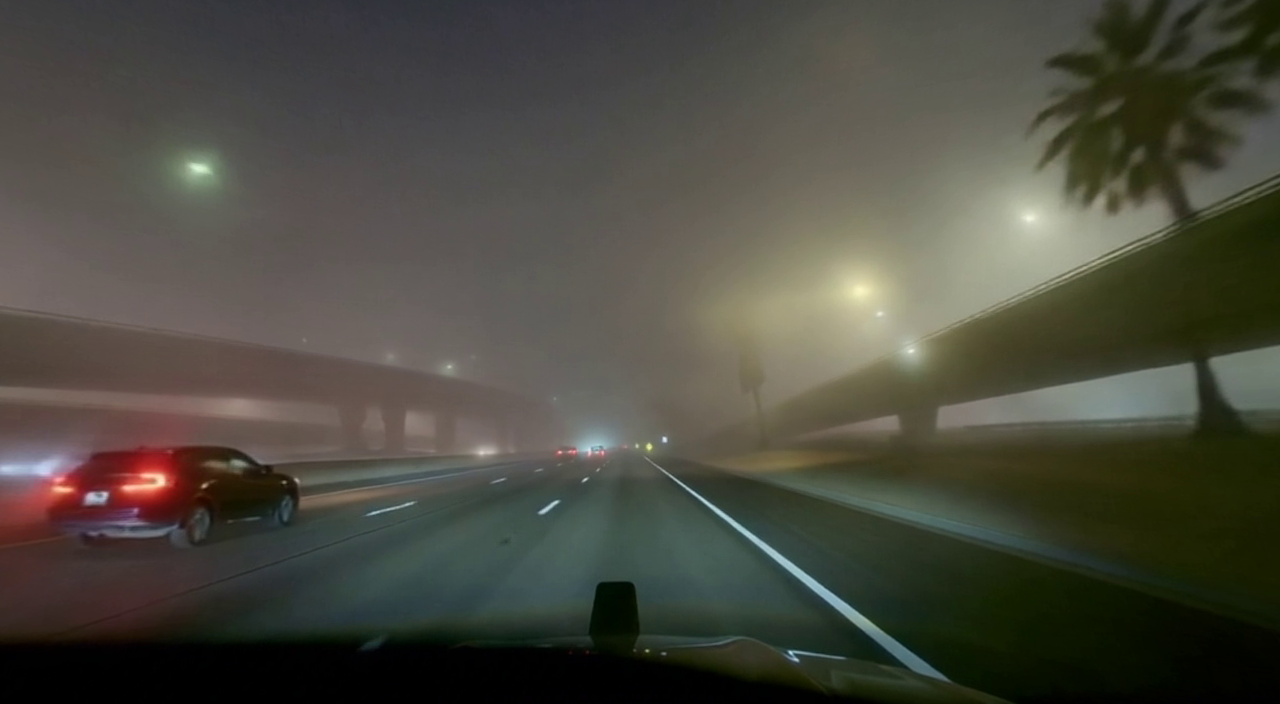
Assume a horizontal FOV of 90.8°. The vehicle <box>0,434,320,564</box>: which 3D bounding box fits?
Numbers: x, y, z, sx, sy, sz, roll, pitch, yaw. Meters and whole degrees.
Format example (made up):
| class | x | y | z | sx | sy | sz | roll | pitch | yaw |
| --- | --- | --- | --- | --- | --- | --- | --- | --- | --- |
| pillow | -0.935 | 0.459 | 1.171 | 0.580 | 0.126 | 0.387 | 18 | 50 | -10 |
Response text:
| class | x | y | z | sx | sy | sz | roll | pitch | yaw |
| --- | --- | --- | --- | --- | --- | --- | --- | --- | --- |
| vehicle | -6.934 | 2.051 | 9.609 | 1.914 | 1.503 | 4.268 | 0 | -9 | -1 |
